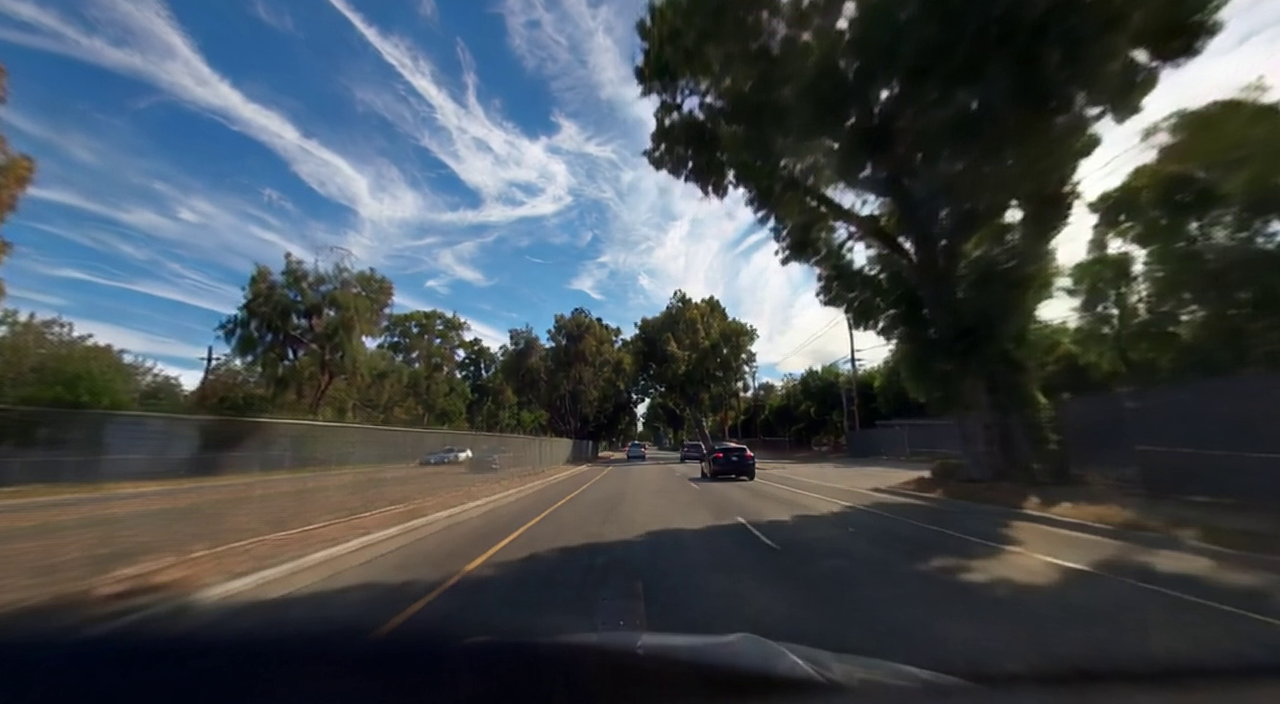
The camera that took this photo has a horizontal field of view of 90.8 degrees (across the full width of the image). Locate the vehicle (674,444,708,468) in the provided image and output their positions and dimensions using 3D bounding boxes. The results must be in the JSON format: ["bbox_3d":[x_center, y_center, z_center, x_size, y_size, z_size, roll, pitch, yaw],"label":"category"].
[{"bbox_3d":[3.631,7.449,45.564,2.012,1.653,4.115,0,-8,-1],"label":"vehicle"}]

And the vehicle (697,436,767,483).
[{"bbox_3d":[3.769,4.502,26.820,2.112,1.825,4.574,0,-8,-2],"label":"vehicle"}]

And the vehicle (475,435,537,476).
[{"bbox_3d":[-9.052,7.025,42.958,3.613,2.628,2.227,0,-8,2],"label":"vehicle"}]
